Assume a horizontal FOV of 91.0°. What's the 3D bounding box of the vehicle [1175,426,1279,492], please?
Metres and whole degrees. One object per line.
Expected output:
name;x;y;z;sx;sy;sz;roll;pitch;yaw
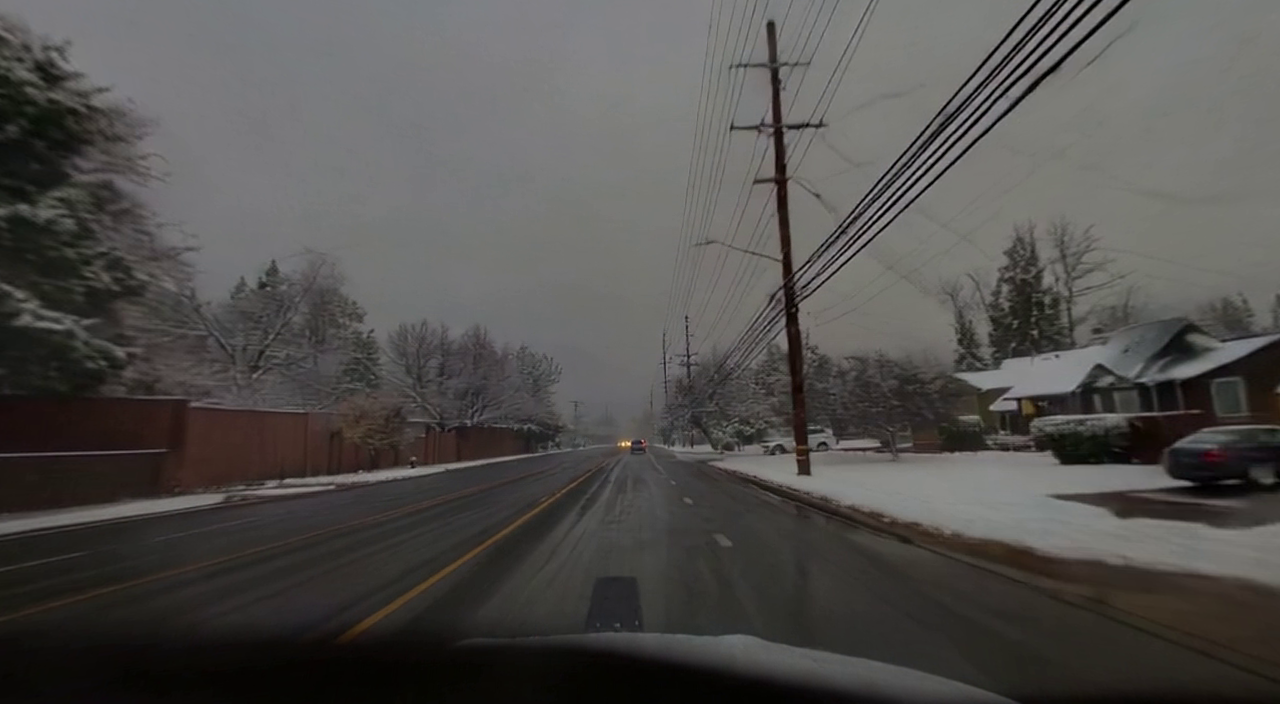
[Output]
vehicle;15.201;2.432;14.550;4.034;1.403;1.821;0;-8;-2

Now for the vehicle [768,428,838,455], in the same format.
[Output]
vehicle;12.799;7.063;49.741;4.905;2.056;2.058;0;-9;0
